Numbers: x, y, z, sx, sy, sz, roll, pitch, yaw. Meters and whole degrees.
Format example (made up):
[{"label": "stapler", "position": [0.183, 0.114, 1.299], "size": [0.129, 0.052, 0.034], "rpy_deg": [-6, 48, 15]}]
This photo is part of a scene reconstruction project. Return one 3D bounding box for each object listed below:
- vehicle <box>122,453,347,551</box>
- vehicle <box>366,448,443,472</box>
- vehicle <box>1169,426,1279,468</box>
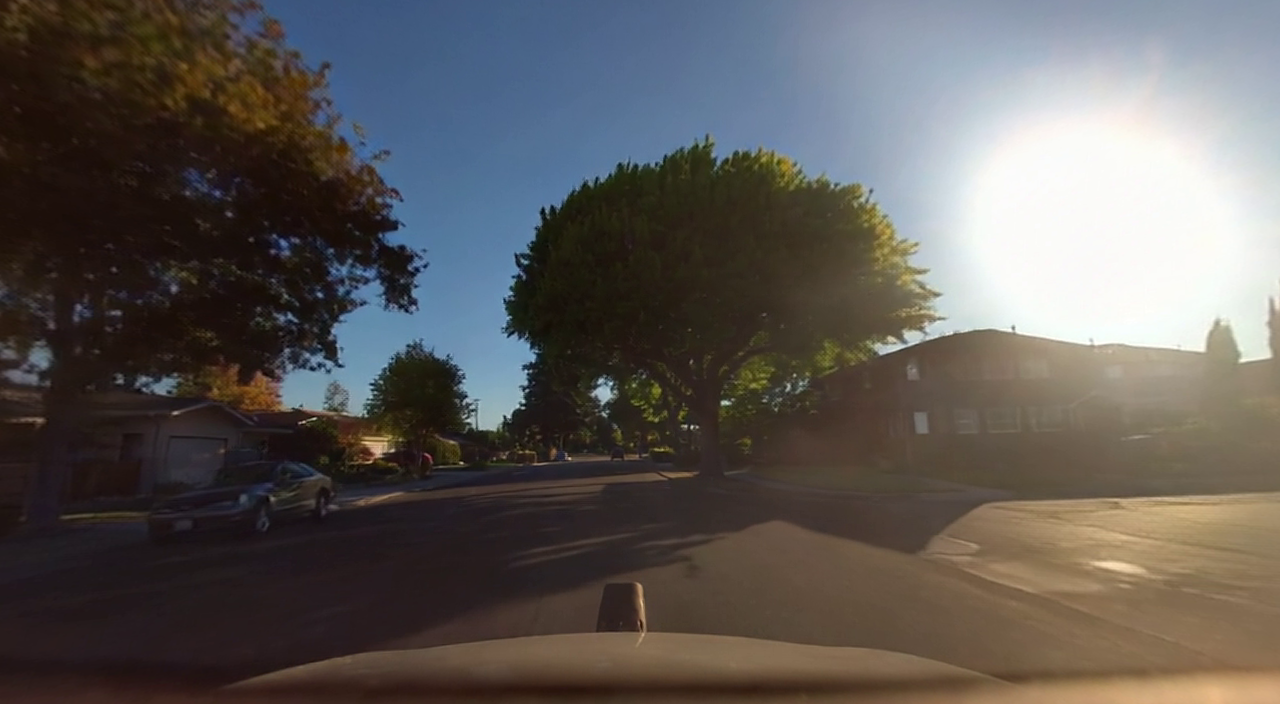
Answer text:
[{"label": "vehicle", "position": [-7.765, 2.858, 12.690], "size": [1.938, 1.499, 4.290], "rpy_deg": [-3, -9, -4]}, {"label": "vehicle", "position": [-17.215, 7.932, 46.138], "size": [4.850, 1.676, 1.920], "rpy_deg": [0, -9, -1]}, {"label": "vehicle", "position": [23.158, 3.545, 23.511], "size": [1.932, 1.464, 5.044], "rpy_deg": [1, -9, -8]}]
